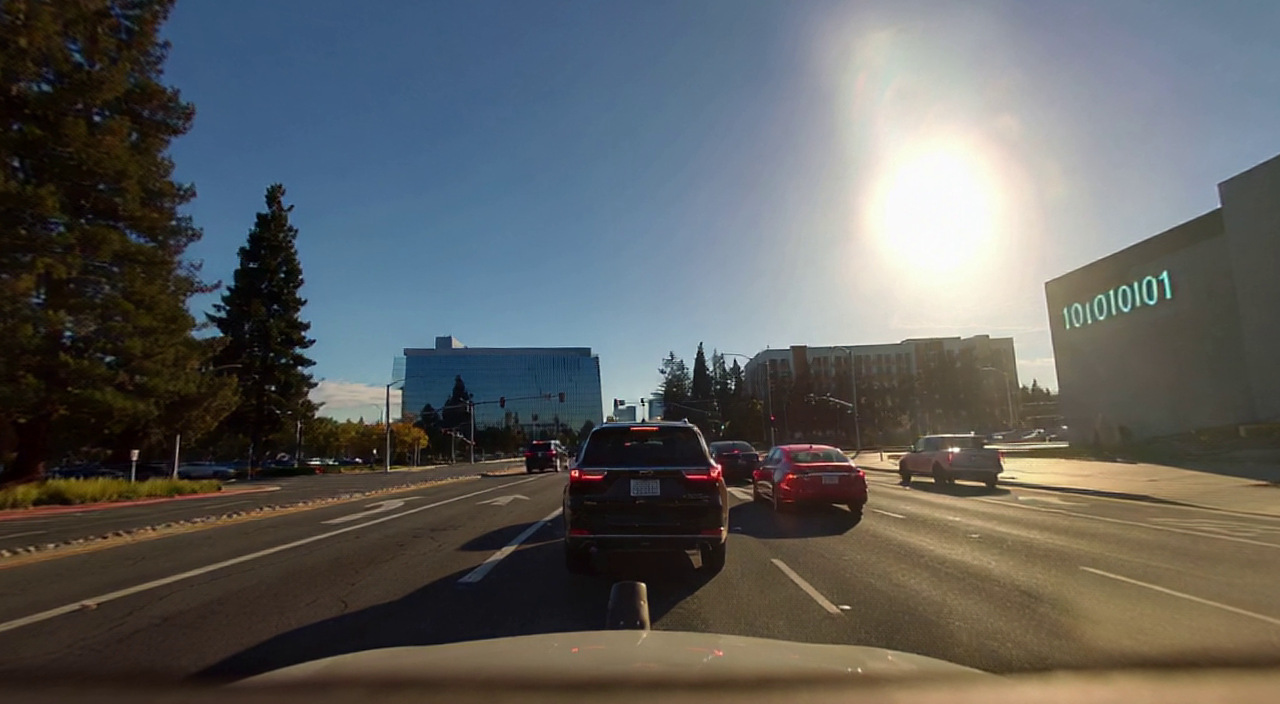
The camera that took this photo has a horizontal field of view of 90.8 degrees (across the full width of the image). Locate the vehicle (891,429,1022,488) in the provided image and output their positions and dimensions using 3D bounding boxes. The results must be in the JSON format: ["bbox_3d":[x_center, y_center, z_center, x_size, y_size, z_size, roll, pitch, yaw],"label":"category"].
[{"bbox_3d":[10.859,3.695,22.126,2.123,1.812,4.553,0,-9,-1],"label":"vehicle"}]

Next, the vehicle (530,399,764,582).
[{"bbox_3d":[0.062,1.655,8.268,2.266,1.762,4.131,0,-9,0],"label":"vehicle"}]

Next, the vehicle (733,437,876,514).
[{"bbox_3d":[3.498,2.715,14.394,1.997,1.471,4.321,0,-9,-1],"label":"vehicle"}]
